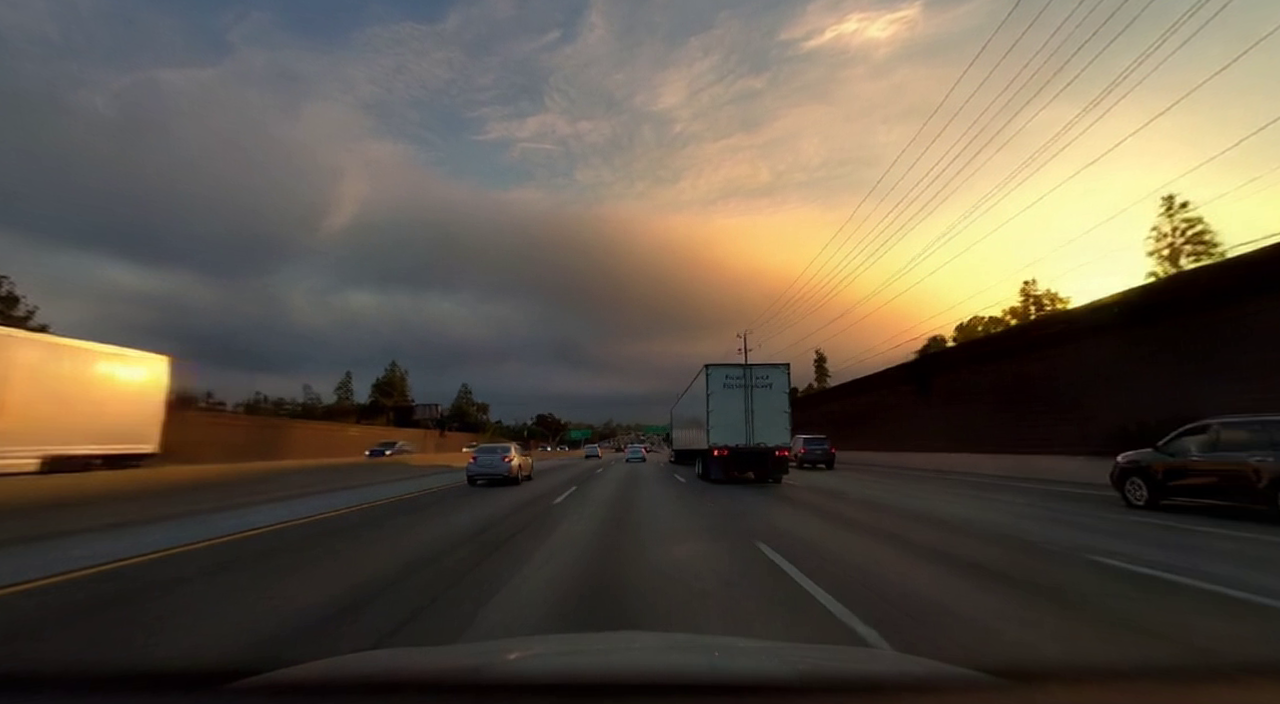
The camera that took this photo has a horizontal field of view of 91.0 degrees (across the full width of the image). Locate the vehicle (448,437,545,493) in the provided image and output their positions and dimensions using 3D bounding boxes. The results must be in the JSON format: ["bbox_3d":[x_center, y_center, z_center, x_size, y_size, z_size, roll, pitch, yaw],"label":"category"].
[{"bbox_3d":[-4.188,3.345,18.997,1.968,1.507,3.829,0,-8,1],"label":"vehicle"}]

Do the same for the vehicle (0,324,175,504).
[{"bbox_3d":[-14.834,1.212,12.491,3.017,3.713,10.643,0,-8,0],"label":"vehicle"}]

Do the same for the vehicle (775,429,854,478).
[{"bbox_3d":[7.458,4.385,27.435,2.079,1.938,4.630,0,-8,0],"label":"vehicle"}]

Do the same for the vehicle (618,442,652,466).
[{"bbox_3d":[-0.284,6.484,40.203,2.047,1.485,3.938,0,-8,0],"label":"vehicle"}]

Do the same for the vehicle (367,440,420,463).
[{"bbox_3d":[-19.126,7.748,49.060,2.146,1.673,5.184,0,-8,-1],"label":"vehicle"}]

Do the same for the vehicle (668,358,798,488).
[{"bbox_3d":[3.309,3.386,28.070,2.907,4.109,16.177,0,-8,-2],"label":"vehicle"}]

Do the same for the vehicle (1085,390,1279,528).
[{"bbox_3d":[11.187,1.826,10.907,2.420,2.141,5.994,0,-8,-2],"label":"vehicle"}]
